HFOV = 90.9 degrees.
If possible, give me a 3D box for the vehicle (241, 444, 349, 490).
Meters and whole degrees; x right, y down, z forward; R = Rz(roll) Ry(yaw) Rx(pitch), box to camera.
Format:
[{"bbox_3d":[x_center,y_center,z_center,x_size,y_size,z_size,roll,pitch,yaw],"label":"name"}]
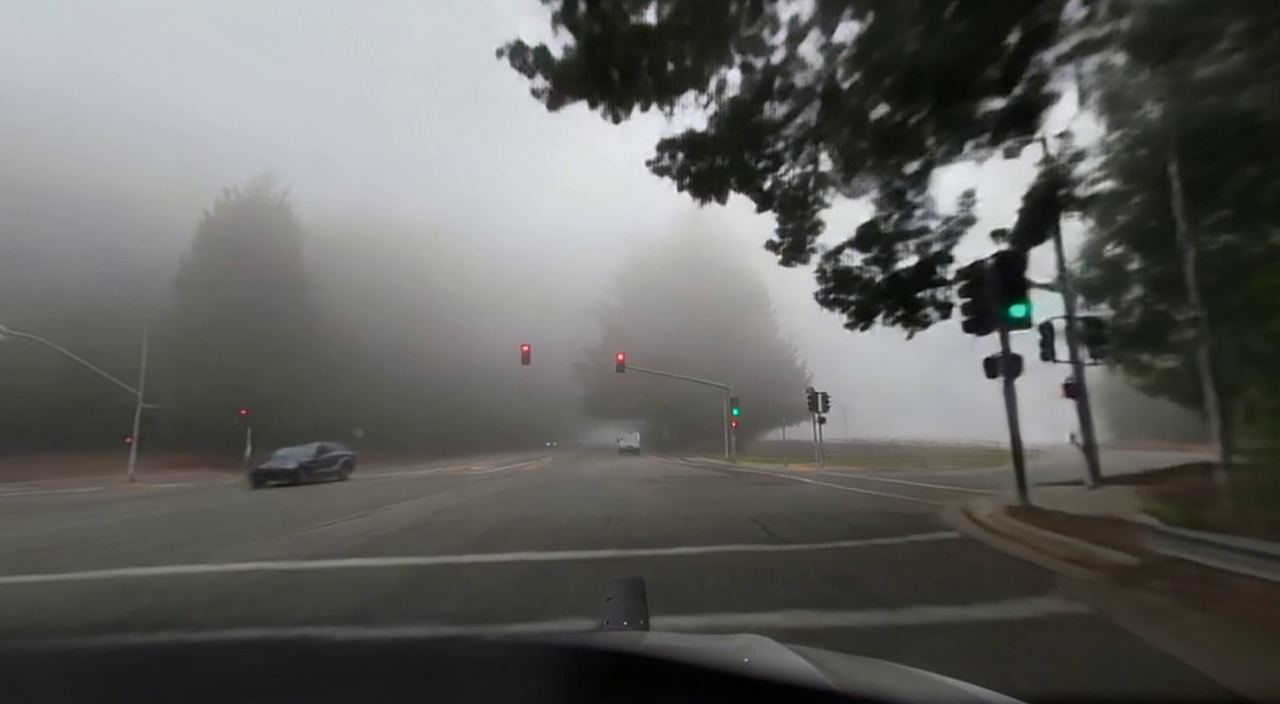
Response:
[{"bbox_3d":[-12.955,4.305,24.006,1.877,1.600,3.952,0,-8,0],"label":"vehicle"}]
